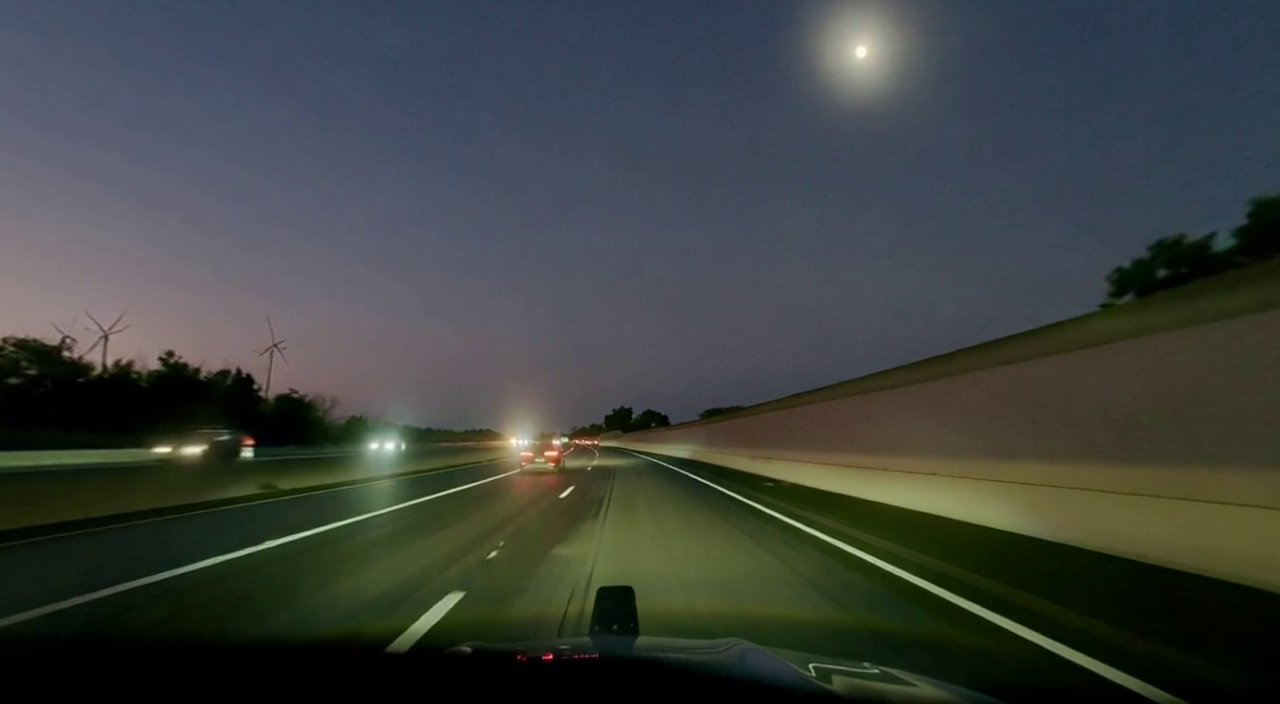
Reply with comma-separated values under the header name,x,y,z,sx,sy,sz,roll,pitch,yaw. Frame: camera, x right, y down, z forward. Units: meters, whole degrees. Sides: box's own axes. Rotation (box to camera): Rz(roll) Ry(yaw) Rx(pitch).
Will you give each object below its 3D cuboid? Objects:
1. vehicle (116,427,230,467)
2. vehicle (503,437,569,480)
name,x,y,z,sx,sy,sz,roll,pitch,yaw
vehicle,-20.111,4.112,27.351,1.804,1.552,4.248,0,-8,-2
vehicle,-4.034,4.184,25.127,2.053,1.549,4.097,0,-8,-1
